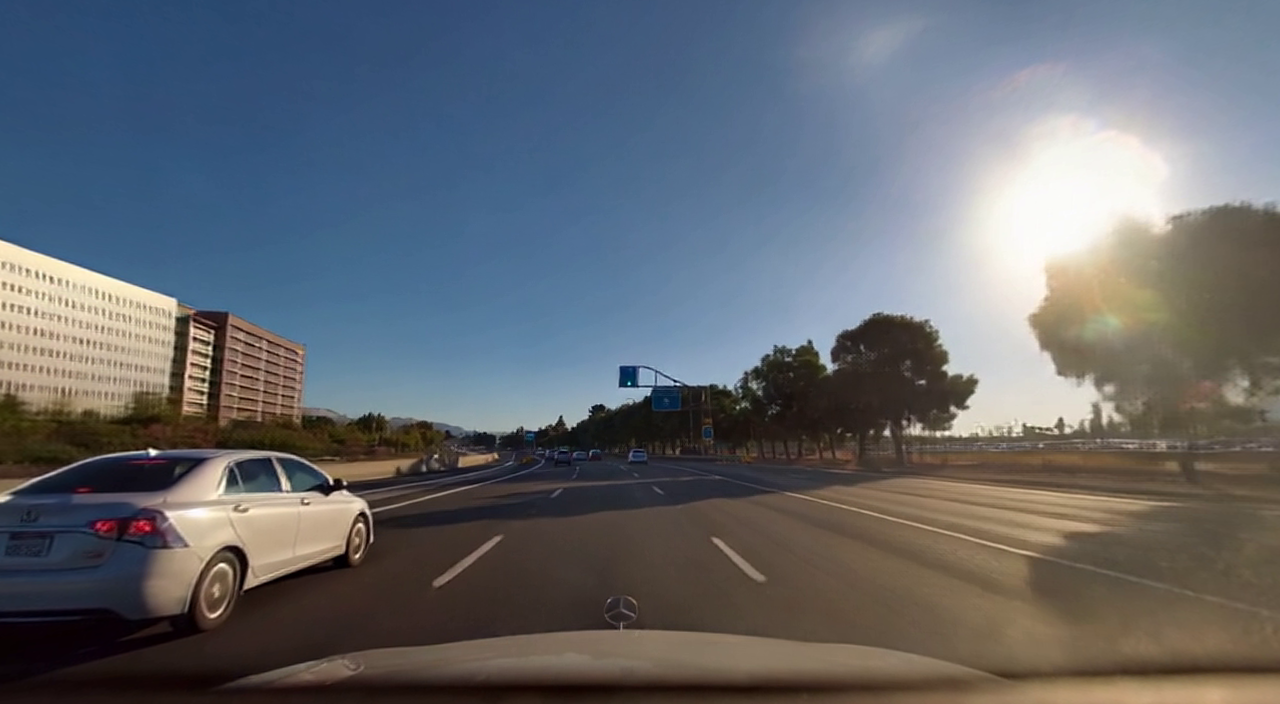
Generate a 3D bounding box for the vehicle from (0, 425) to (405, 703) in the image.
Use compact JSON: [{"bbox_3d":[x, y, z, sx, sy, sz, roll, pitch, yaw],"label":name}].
[{"bbox_3d":[-3.840,1.437,5.402,2.018,1.476,4.364,0,-8,-1],"label":"vehicle"}]
